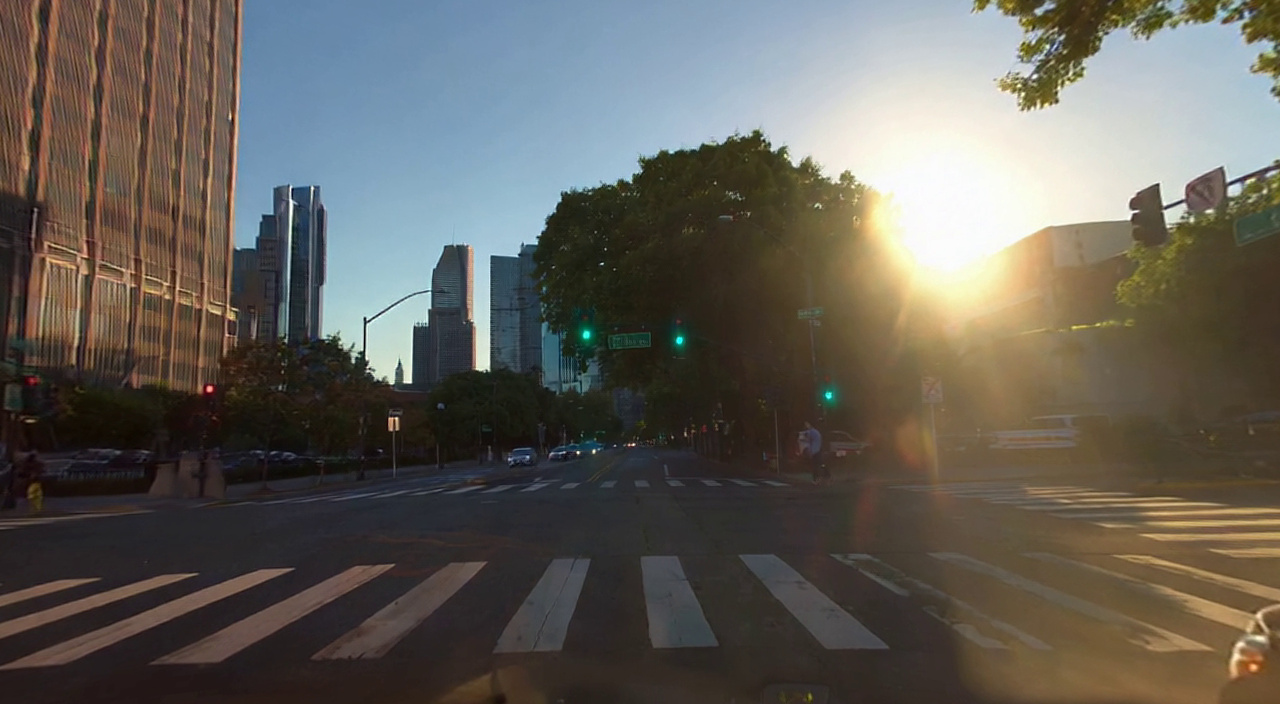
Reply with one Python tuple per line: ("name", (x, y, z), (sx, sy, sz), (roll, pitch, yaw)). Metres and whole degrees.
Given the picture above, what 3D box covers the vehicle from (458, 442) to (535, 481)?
("vehicle", (-5.883, 4.544, 26.482), (2.127, 1.473, 4.428), (0, -8, 1))
